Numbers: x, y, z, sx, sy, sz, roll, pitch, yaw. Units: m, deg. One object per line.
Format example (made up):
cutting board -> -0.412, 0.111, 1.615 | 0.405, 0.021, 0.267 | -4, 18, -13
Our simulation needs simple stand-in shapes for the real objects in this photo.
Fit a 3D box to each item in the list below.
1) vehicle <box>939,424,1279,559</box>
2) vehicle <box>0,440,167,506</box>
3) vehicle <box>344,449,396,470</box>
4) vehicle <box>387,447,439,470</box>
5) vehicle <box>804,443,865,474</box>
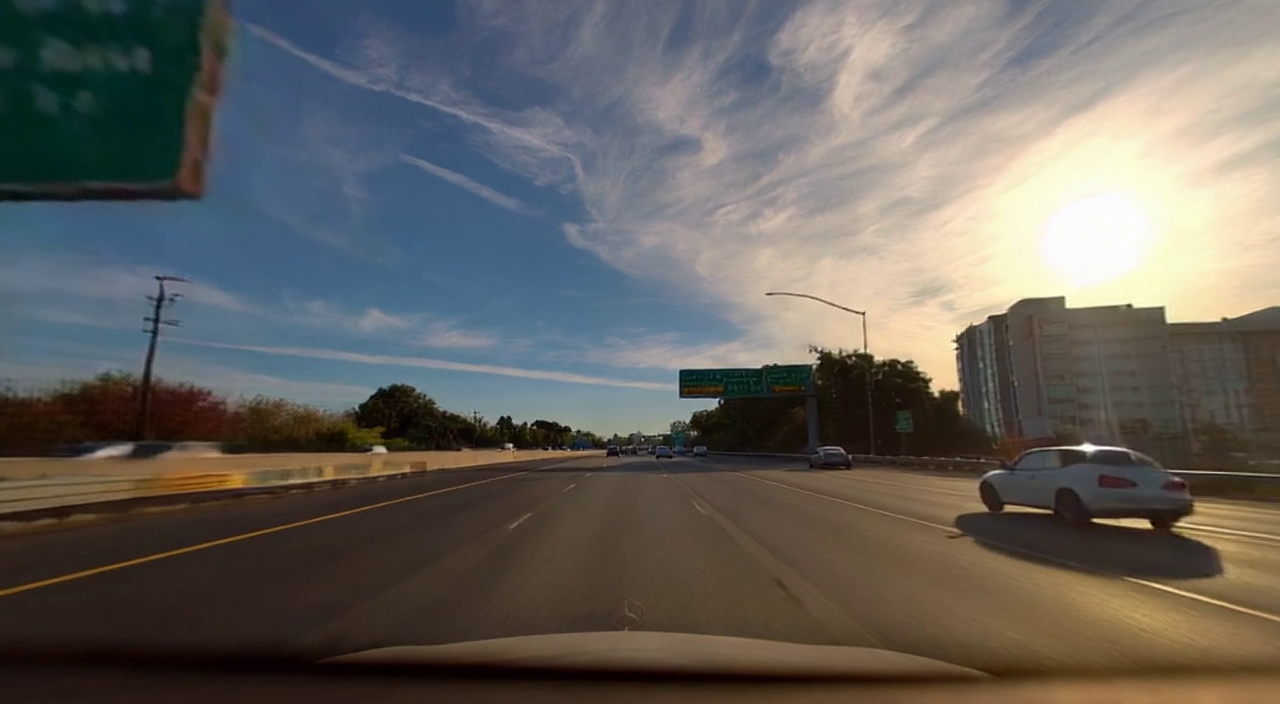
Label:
vehicle -> 6.711, 1.950, 9.607 | 1.861, 1.500, 4.860 | 0, -9, -1
vehicle -> -15.608, 3.195, 17.096 | 1.961, 1.520, 4.702 | 0, -9, 0
vehicle -> -19.720, 7.836, 46.361 | 1.877, 1.459, 4.547 | 0, -9, 0
vehicle -> -15.783, 7.414, 44.171 | 1.907, 1.477, 4.637 | 0, -9, 0
vehicle -> 10.303, 5.673, 33.808 | 1.878, 1.509, 4.327 | 0, -9, -1
